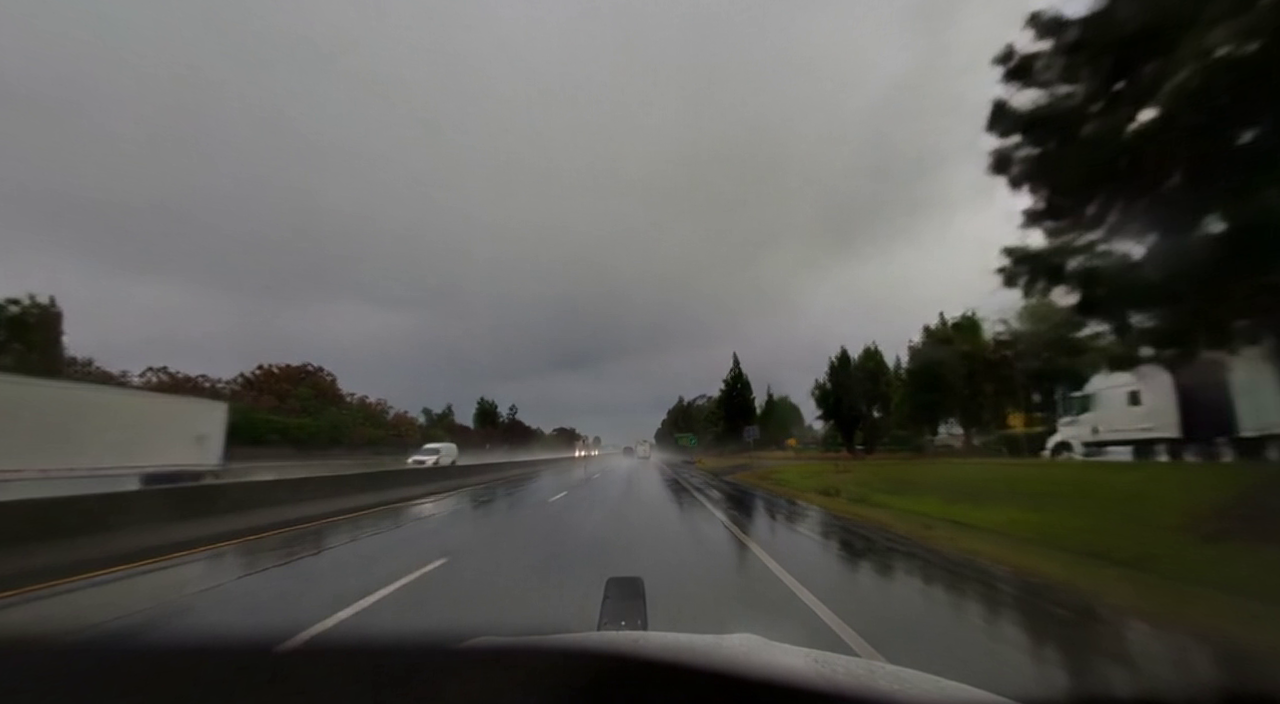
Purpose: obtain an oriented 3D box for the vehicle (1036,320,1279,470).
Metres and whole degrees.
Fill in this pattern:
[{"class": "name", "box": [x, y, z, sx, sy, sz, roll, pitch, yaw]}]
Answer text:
[{"class": "vehicle", "box": [18.209, 1.705, 20.304, 3.038, 3.945, 10.598, 1, -9, -6]}]
